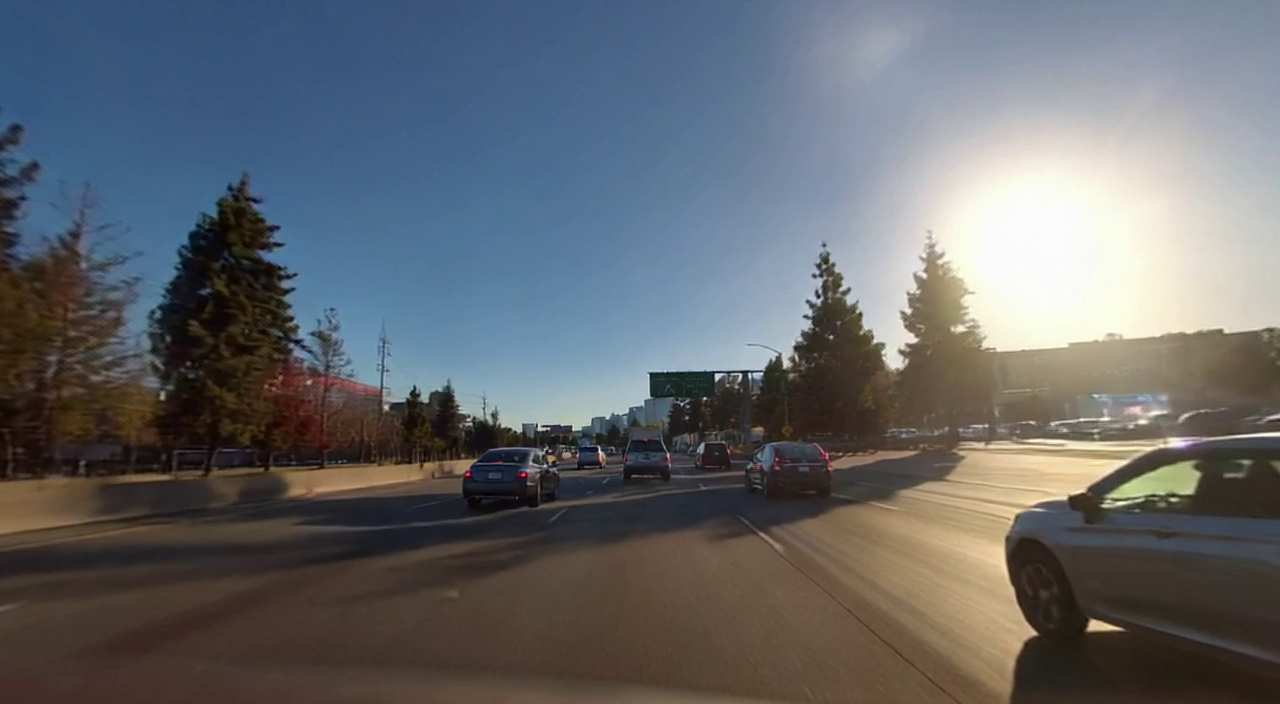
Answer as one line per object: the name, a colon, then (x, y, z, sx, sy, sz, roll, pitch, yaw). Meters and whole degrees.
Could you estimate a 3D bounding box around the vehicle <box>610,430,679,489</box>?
vehicle: (0.145, 3.694, 21.979, 2.153, 1.805, 4.631, 0, -8, 0)

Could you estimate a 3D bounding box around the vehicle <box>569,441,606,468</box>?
vehicle: (-3.395, 6.764, 41.729, 1.951, 1.694, 4.188, -1, -8, 2)

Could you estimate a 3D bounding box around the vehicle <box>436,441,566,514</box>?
vehicle: (-3.109, 2.917, 15.319, 1.965, 1.443, 4.968, 0, -8, 1)

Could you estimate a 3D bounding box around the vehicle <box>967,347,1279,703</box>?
vehicle: (3.872, 0.879, 3.078, 2.156, 1.701, 4.494, 0, -8, 1)

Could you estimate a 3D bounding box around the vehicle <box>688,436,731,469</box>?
vehicle: (4.089, 5.935, 37.517, 2.039, 1.832, 3.989, 0, -8, -1)

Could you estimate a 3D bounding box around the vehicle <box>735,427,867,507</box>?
vehicle: (3.774, 2.780, 15.700, 2.094, 1.676, 4.309, 0, -8, -1)
